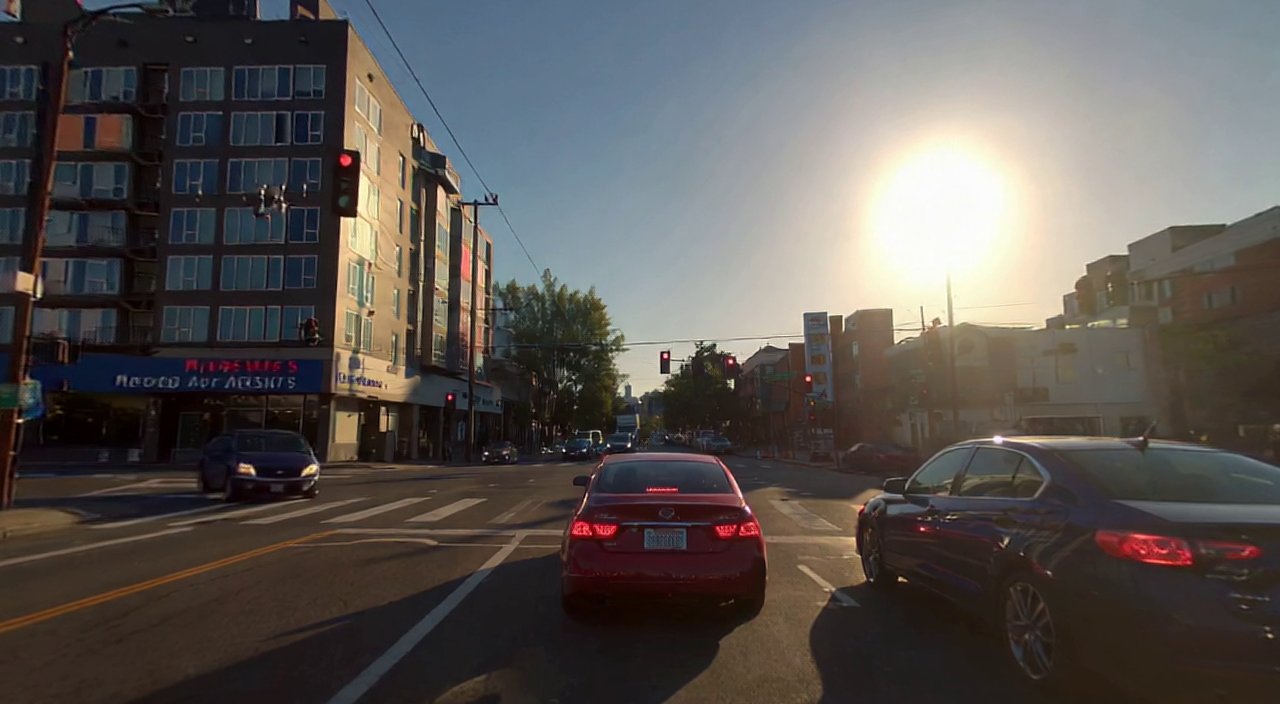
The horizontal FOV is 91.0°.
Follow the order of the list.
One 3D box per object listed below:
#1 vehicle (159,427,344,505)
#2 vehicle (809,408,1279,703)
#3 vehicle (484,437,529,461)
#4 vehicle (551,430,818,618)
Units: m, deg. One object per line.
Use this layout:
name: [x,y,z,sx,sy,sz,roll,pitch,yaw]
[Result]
vehicle: [-11.263,3.167,18.067,5.998,1.889,2.338,-6,-10,37]
vehicle: [2.816,1.282,4.554,1.961,1.498,4.356,0,-8,0]
vehicle: [-9.284,6.770,44.062,2.030,1.596,3.912,-1,-8,4]
vehicle: [0.252,1.670,7.129,2.132,1.464,4.089,0,-8,-3]
